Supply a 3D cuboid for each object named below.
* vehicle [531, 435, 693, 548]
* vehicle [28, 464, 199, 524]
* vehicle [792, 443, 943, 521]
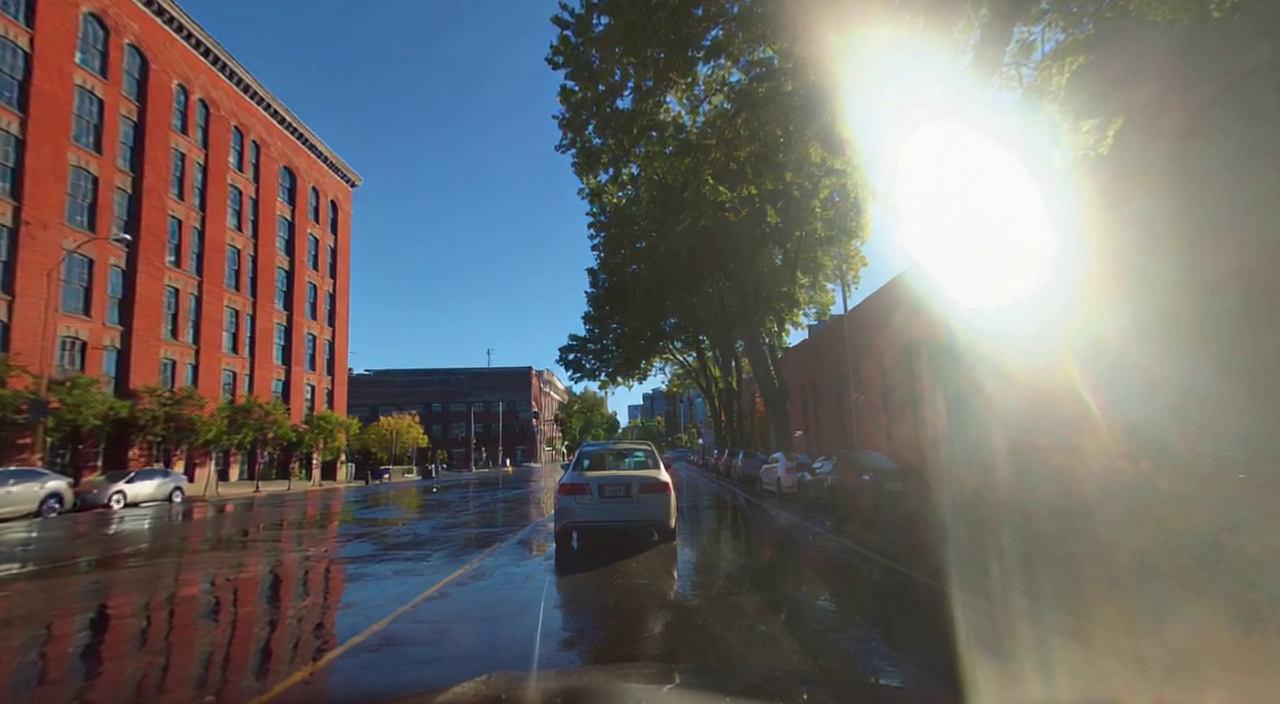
[{"bbox_3d":[-0.388,2.242,10.787,2.230,1.518,4.113,0,-9,0],"label":"vehicle"},{"bbox_3d":[-18.023,4.828,21.923,2.011,1.727,4.449,1,-9,0],"label":"vehicle"},{"bbox_3d":[4.912,2.838,14.304,1.832,1.491,4.054,1,-9,-1],"label":"vehicle"}]
